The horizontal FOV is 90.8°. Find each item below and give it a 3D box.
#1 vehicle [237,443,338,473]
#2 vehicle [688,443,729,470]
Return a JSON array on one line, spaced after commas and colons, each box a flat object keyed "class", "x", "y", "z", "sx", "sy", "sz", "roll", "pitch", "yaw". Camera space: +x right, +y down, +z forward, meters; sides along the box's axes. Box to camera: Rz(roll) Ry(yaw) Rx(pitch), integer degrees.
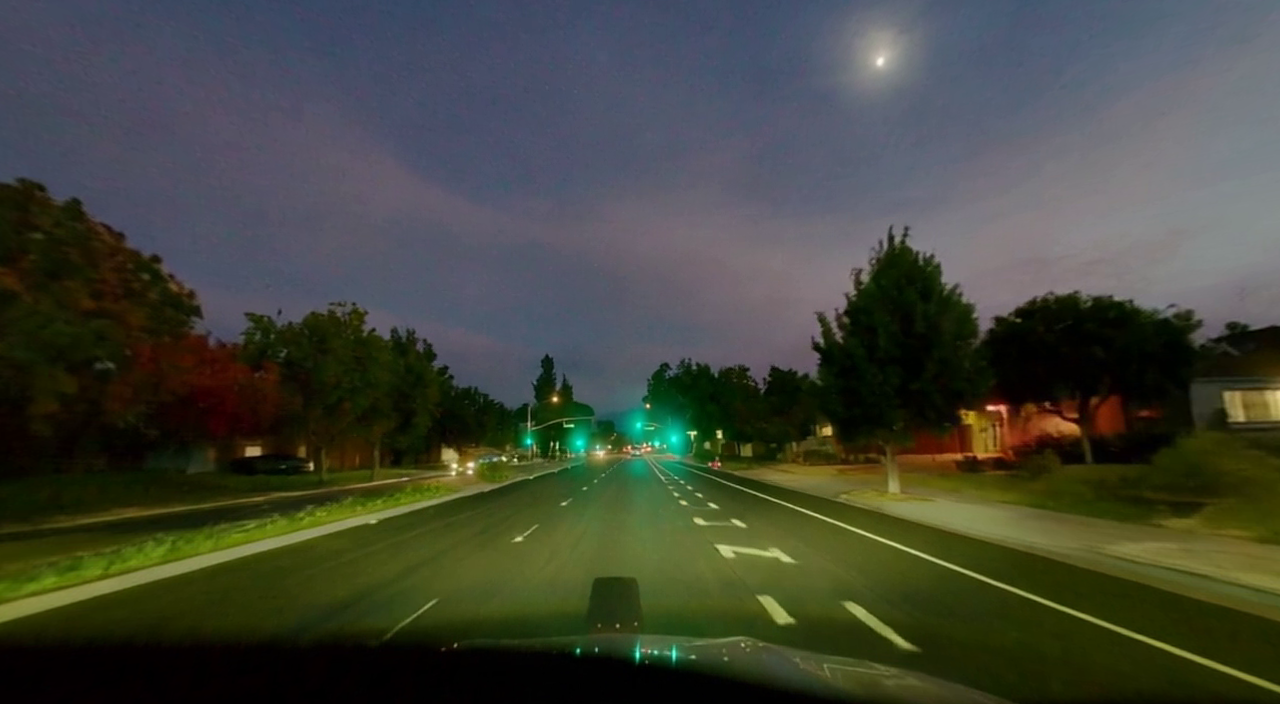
[{"class": "vehicle", "x": -21.223, "y": 6.385, "z": 38.142, "sx": 4.853, "sy": 1.754, "sz": 2.095, "roll": -1, "pitch": -9, "yaw": 3}, {"class": "vehicle", "x": 4.642, "y": 7.212, "z": 43.808, "sx": 2.180, "sy": 1.782, "sz": 4.790, "roll": 0, "pitch": -9, "yaw": -1}]
